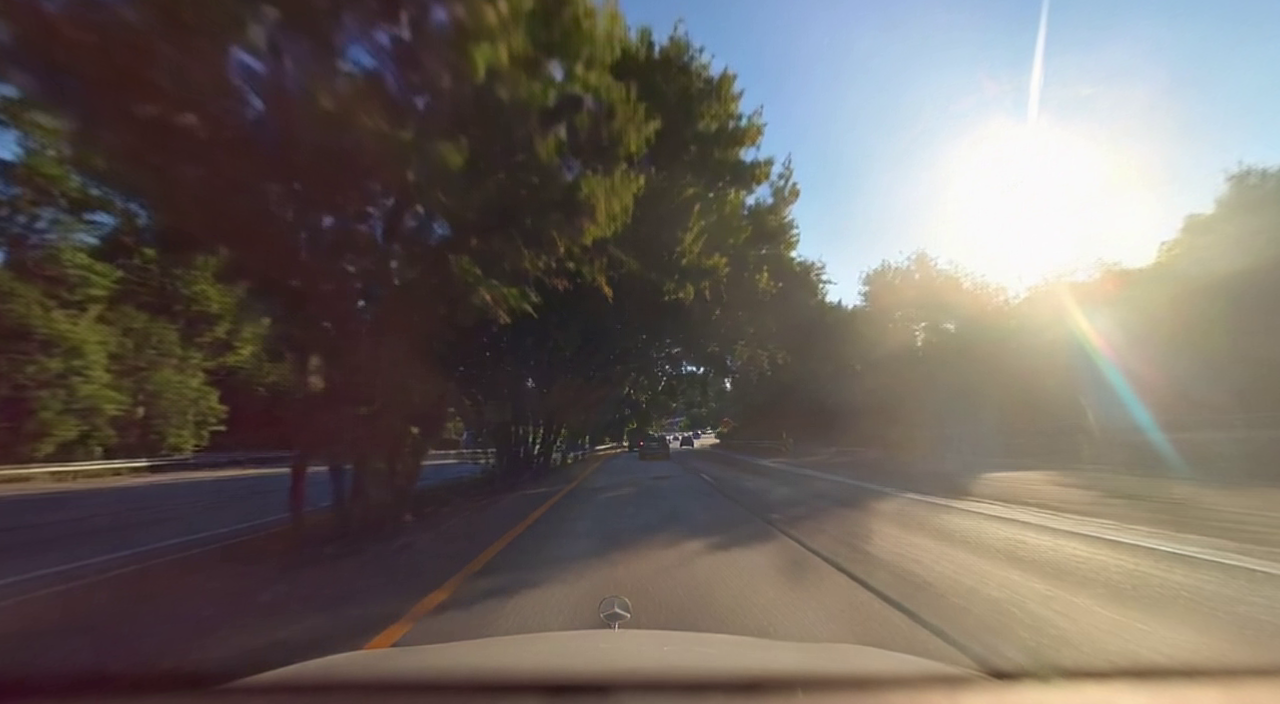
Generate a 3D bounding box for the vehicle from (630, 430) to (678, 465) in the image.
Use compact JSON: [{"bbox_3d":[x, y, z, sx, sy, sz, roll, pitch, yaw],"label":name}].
[{"bbox_3d":[0.581,4.463,29.537,2.046,1.526,3.903,0,-8,-1],"label":"vehicle"}]
